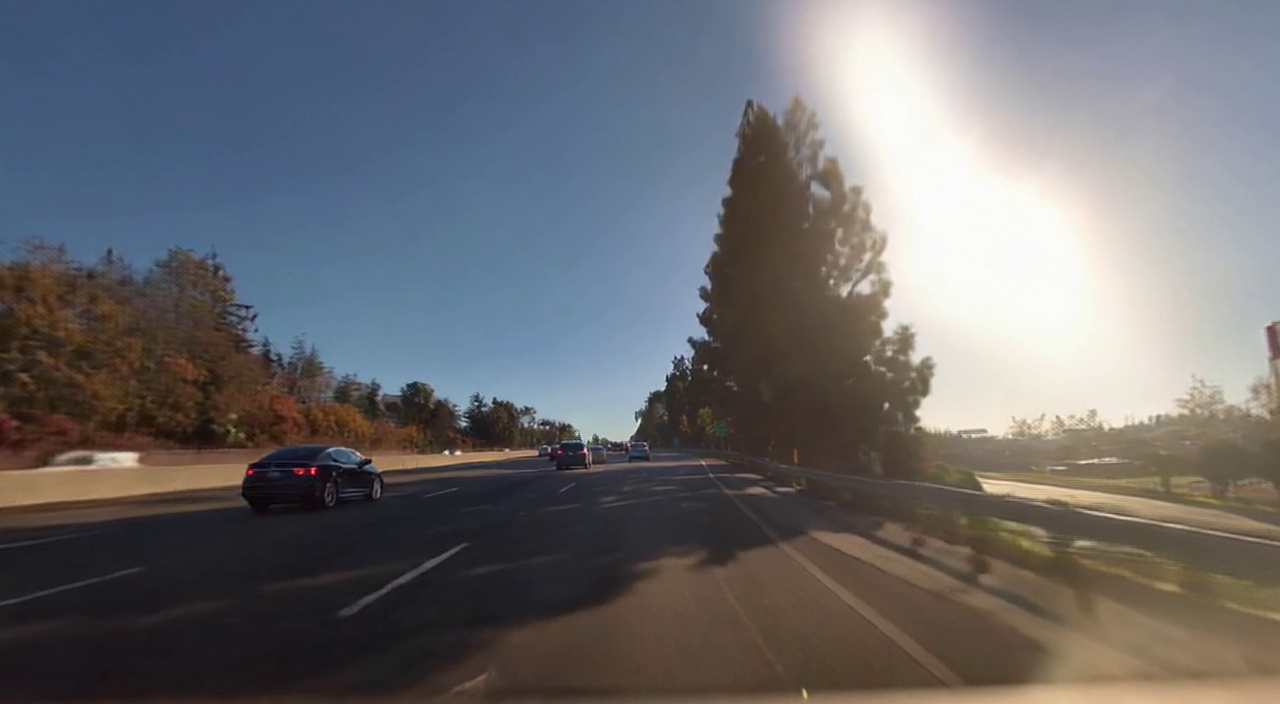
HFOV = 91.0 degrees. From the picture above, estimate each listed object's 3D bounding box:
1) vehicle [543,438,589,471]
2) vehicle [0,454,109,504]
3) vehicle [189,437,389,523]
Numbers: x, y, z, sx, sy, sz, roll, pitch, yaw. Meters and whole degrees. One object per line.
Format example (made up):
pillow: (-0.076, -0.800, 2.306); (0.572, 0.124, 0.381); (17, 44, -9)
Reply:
vehicle: (-4.220, 5.925, 36.549); (2.158, 1.717, 4.375); (-1, -8, 0)
vehicle: (-24.193, 4.967, 25.030); (1.971, 1.724, 4.694); (-1, -8, 1)
vehicle: (-7.911, 2.887, 14.864); (2.071, 1.661, 4.540); (-1, -8, 0)
